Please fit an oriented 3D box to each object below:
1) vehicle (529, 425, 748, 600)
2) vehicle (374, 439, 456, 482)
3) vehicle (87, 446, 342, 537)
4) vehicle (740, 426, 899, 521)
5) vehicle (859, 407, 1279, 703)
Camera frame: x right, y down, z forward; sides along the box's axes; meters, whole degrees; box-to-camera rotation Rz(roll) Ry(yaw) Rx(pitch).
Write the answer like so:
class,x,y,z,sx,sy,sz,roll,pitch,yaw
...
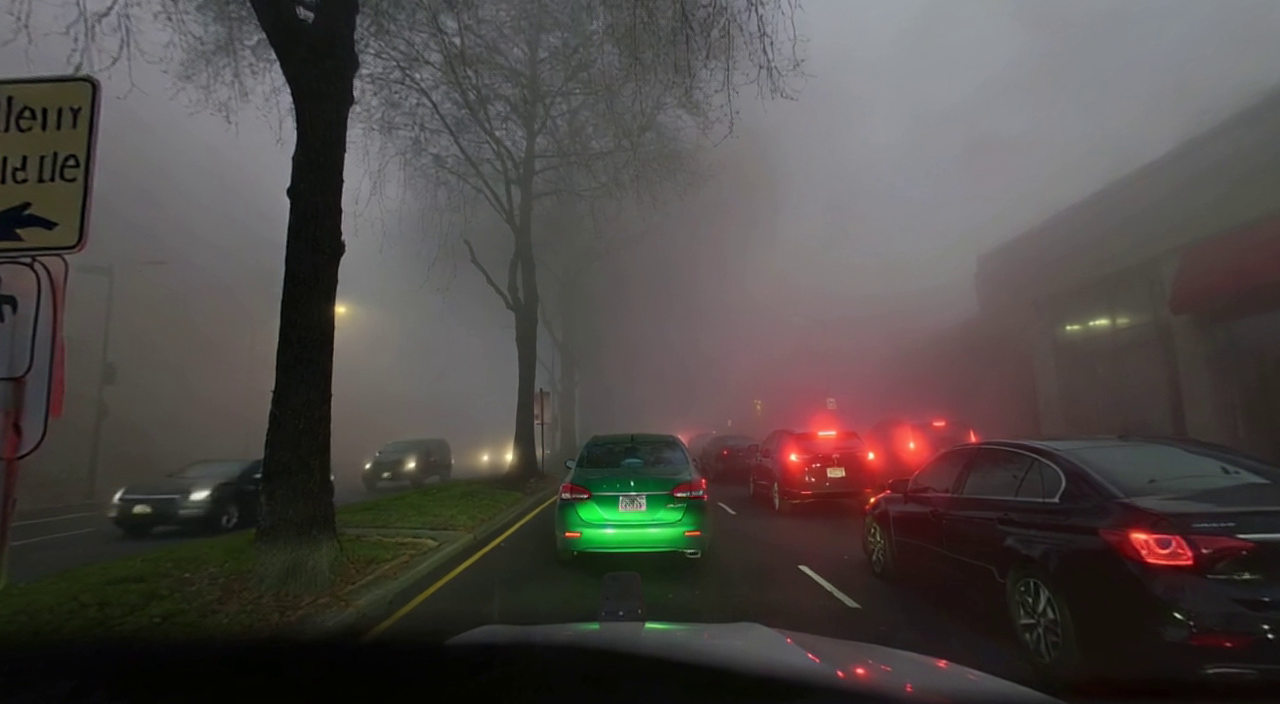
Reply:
class,x,y,z,sx,sy,sz,roll,pitch,yaw
vehicle,-0.022,1.655,7.301,1.887,1.487,3.535,0,-9,0
vehicle,-10.266,4.968,29.262,2.060,1.792,5.170,0,-9,-2
vehicle,-8.020,2.623,12.555,2.169,1.477,4.168,0,-9,0
vehicle,3.531,2.484,13.417,2.025,1.660,4.263,0,-9,-1
vehicle,3.302,1.257,4.483,1.988,1.480,4.195,0,-9,0
